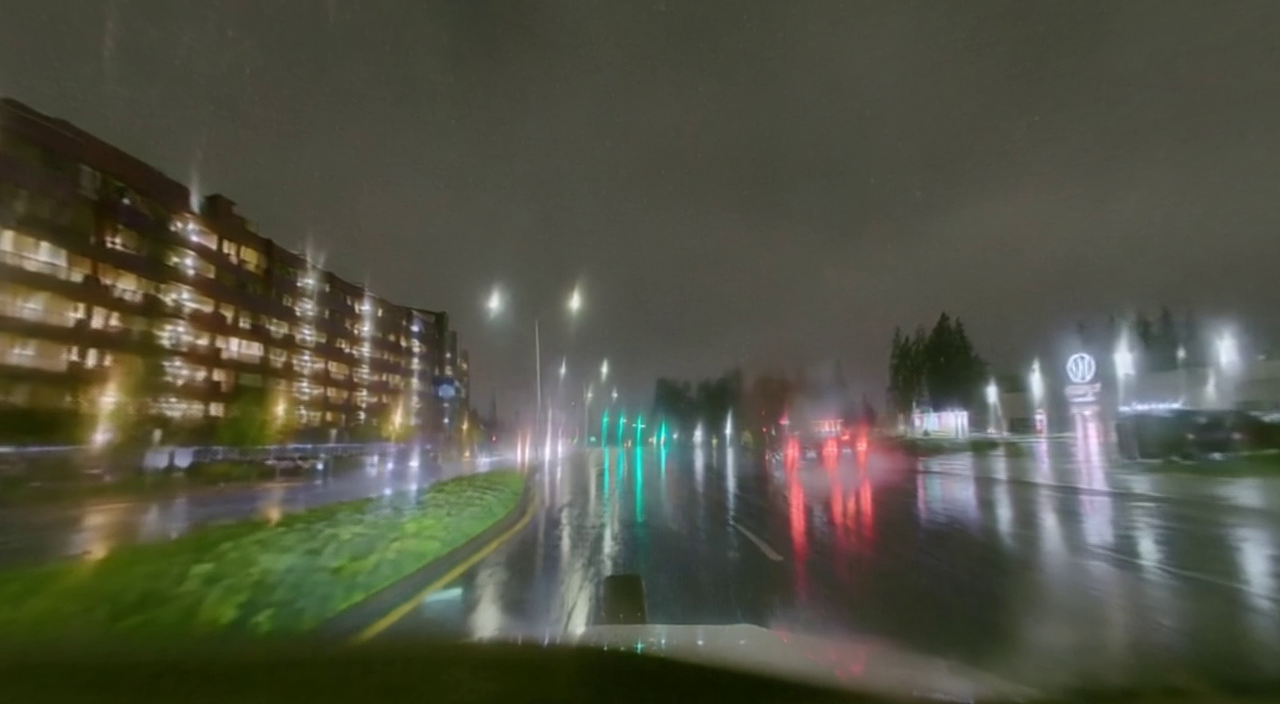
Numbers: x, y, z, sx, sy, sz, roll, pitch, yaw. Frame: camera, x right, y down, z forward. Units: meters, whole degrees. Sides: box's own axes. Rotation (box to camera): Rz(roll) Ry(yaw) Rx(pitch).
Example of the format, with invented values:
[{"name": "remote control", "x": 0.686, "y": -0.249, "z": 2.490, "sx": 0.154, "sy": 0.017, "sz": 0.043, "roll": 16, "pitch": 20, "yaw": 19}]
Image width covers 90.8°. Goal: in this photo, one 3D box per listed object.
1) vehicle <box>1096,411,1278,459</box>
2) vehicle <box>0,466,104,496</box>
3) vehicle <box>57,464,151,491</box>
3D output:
[{"name": "vehicle", "x": 20.130, "y": 3.107, "z": 23.442, "sx": 4.745, "sy": 1.675, "sz": 2.096, "roll": 0, "pitch": -8, "yaw": 0}, {"name": "vehicle", "x": -30.306, "y": 6.618, "z": 32.571, "sx": 3.705, "sy": 1.403, "sz": 1.762, "roll": -1, "pitch": -8, "yaw": 2}, {"name": "vehicle", "x": -29.717, "y": 6.955, "z": 35.084, "sx": 3.603, "sy": 1.373, "sz": 1.712, "roll": 0, "pitch": -8, "yaw": 0}]
